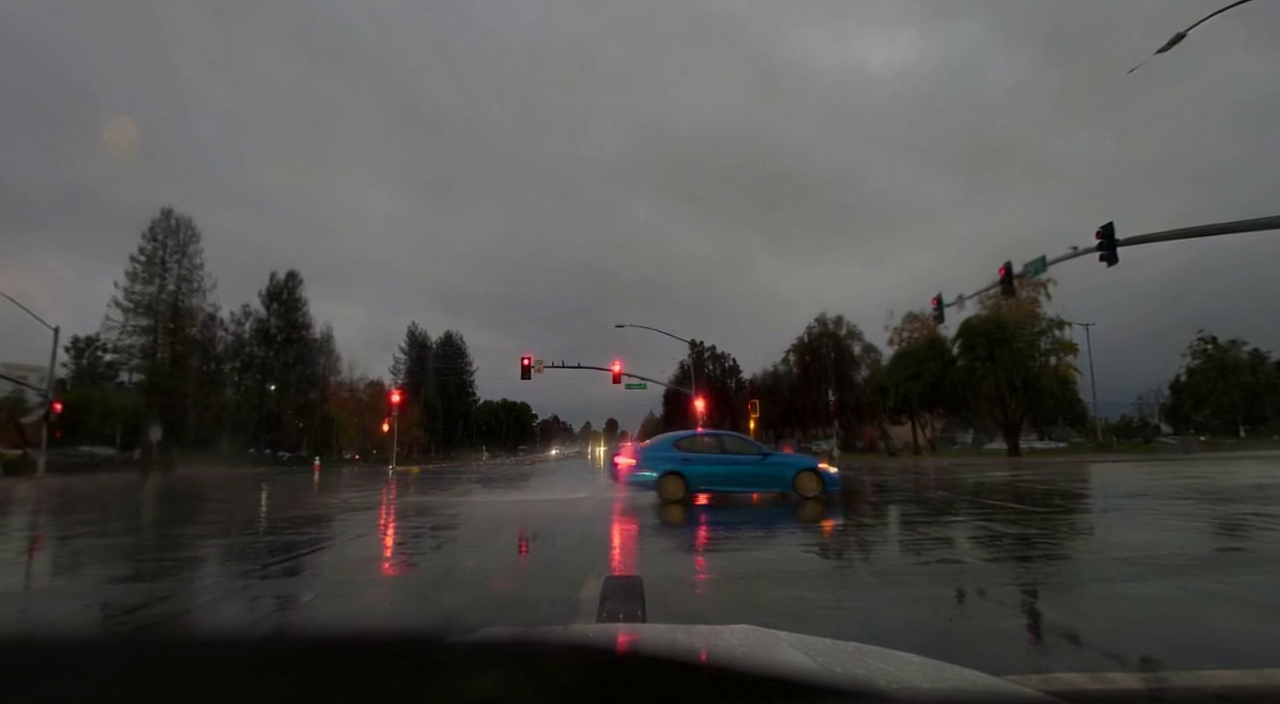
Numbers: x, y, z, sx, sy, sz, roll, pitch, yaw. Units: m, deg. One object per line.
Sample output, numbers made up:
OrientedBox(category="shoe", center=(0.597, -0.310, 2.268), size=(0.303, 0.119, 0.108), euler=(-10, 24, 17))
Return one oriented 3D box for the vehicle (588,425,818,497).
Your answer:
OrientedBox(category="vehicle", center=(1.248, 2.371, 13.963), size=(4.736, 1.445, 1.933), euler=(0, -8, -3))
